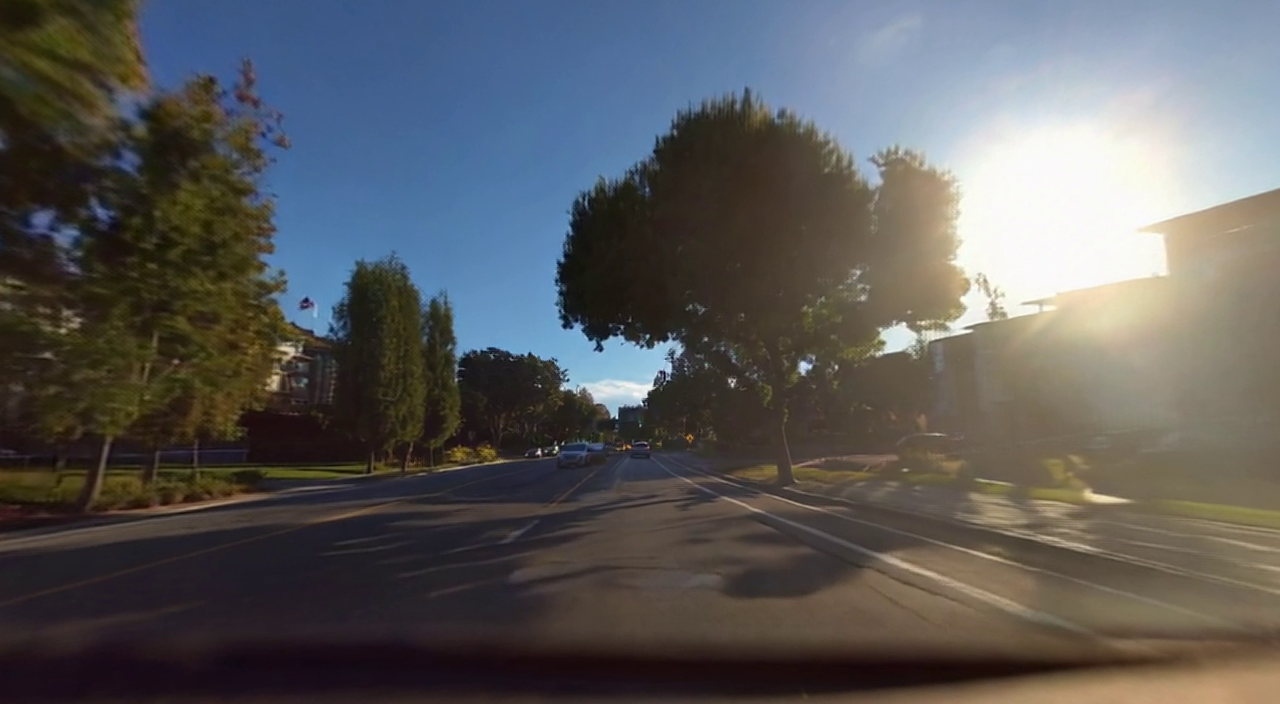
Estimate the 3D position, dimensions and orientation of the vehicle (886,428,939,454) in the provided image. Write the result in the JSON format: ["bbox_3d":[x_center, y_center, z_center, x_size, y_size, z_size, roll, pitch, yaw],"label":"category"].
[{"bbox_3d":[19.612,6.496,45.638,1.924,1.703,4.254,-2,-10,0],"label":"vehicle"}]
